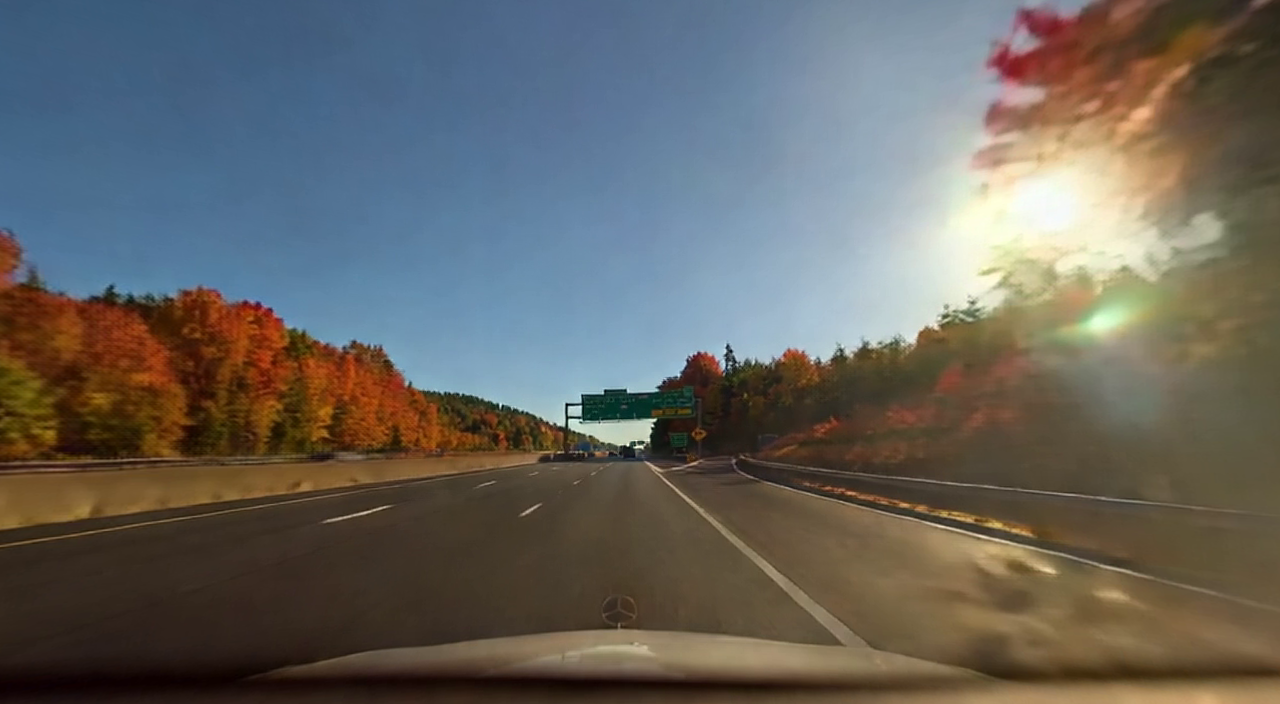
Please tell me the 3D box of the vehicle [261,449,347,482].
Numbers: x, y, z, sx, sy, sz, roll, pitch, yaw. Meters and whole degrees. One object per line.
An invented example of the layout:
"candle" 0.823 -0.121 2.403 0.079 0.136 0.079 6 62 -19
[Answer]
"vehicle" -16.591 5.613 31.212 1.865 1.502 4.230 -1 -9 1
